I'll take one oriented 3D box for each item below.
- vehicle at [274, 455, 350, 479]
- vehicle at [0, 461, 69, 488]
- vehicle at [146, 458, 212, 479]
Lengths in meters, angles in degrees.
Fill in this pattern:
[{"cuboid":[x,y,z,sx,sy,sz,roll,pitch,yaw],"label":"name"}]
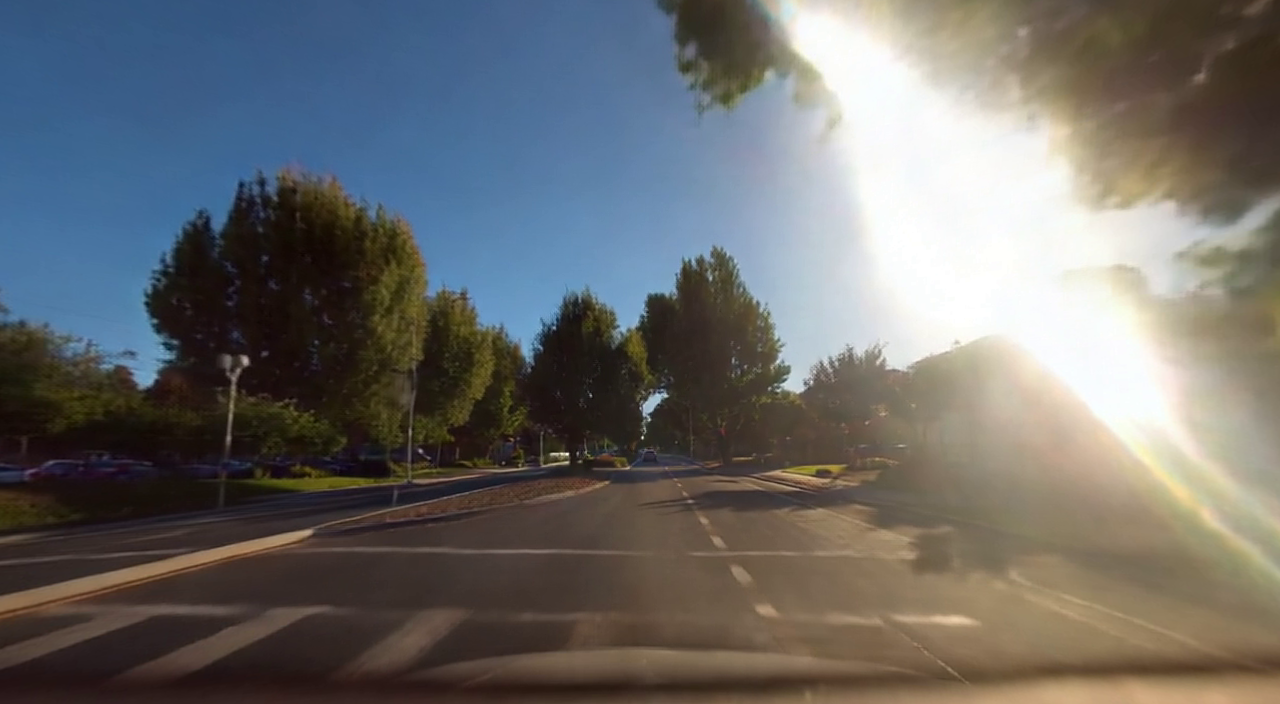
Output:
[{"cuboid":[-22.680,7.950,43.691,4.140,1.556,1.995,-1,-9,3],"label":"vehicle"},{"cuboid":[-49.537,9.678,49.950,2.176,1.931,6.752,-1,-9,1],"label":"vehicle"},{"cuboid":[-35.916,9.053,49.229,1.788,1.470,4.439,0,-9,-1],"label":"vehicle"}]
